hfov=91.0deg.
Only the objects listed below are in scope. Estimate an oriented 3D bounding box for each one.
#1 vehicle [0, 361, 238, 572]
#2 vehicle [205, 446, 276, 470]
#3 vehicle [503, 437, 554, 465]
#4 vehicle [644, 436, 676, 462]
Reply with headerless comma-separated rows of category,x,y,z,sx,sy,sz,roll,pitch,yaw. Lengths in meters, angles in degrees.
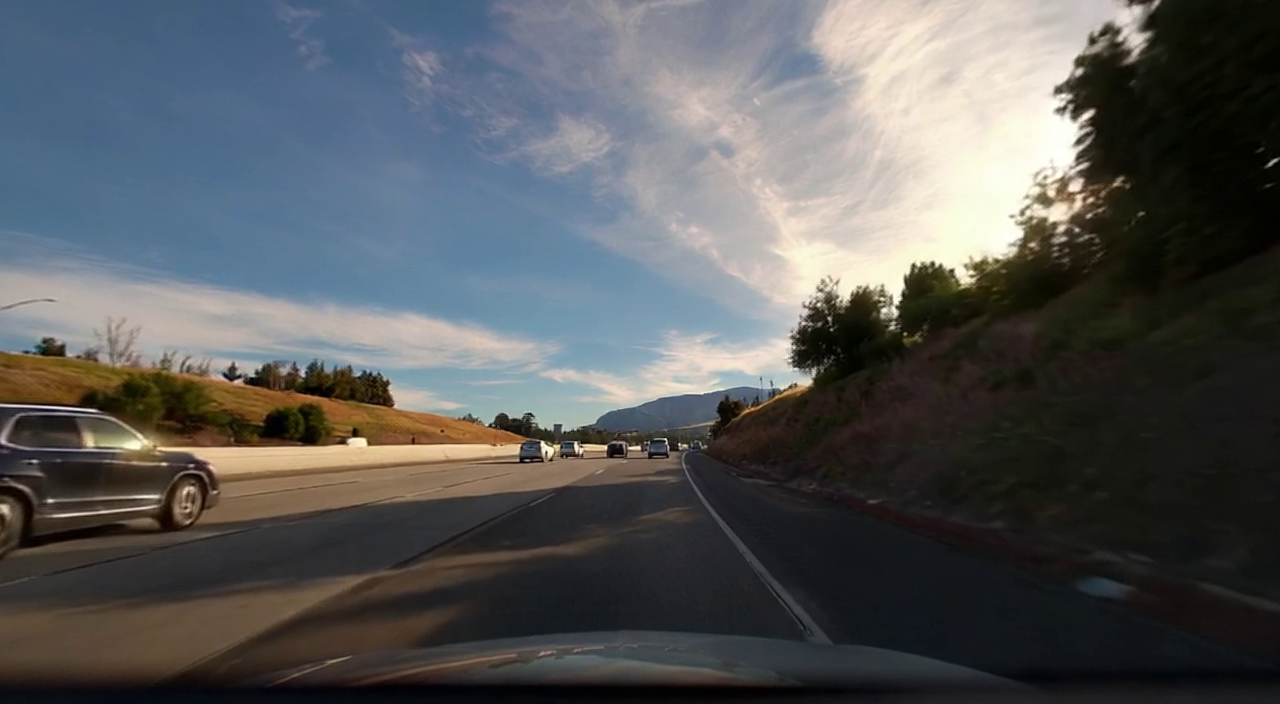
vehicle,-7.248,1.146,6.440,2.438,1.967,5.596,0,-8,2
vehicle,-27.491,7.303,43.539,1.819,1.520,4.464,0,-8,3
vehicle,-6.616,5.915,37.823,1.986,1.534,4.255,0,-8,4
vehicle,1.488,6.835,44.581,2.141,1.706,4.065,0,-8,4
